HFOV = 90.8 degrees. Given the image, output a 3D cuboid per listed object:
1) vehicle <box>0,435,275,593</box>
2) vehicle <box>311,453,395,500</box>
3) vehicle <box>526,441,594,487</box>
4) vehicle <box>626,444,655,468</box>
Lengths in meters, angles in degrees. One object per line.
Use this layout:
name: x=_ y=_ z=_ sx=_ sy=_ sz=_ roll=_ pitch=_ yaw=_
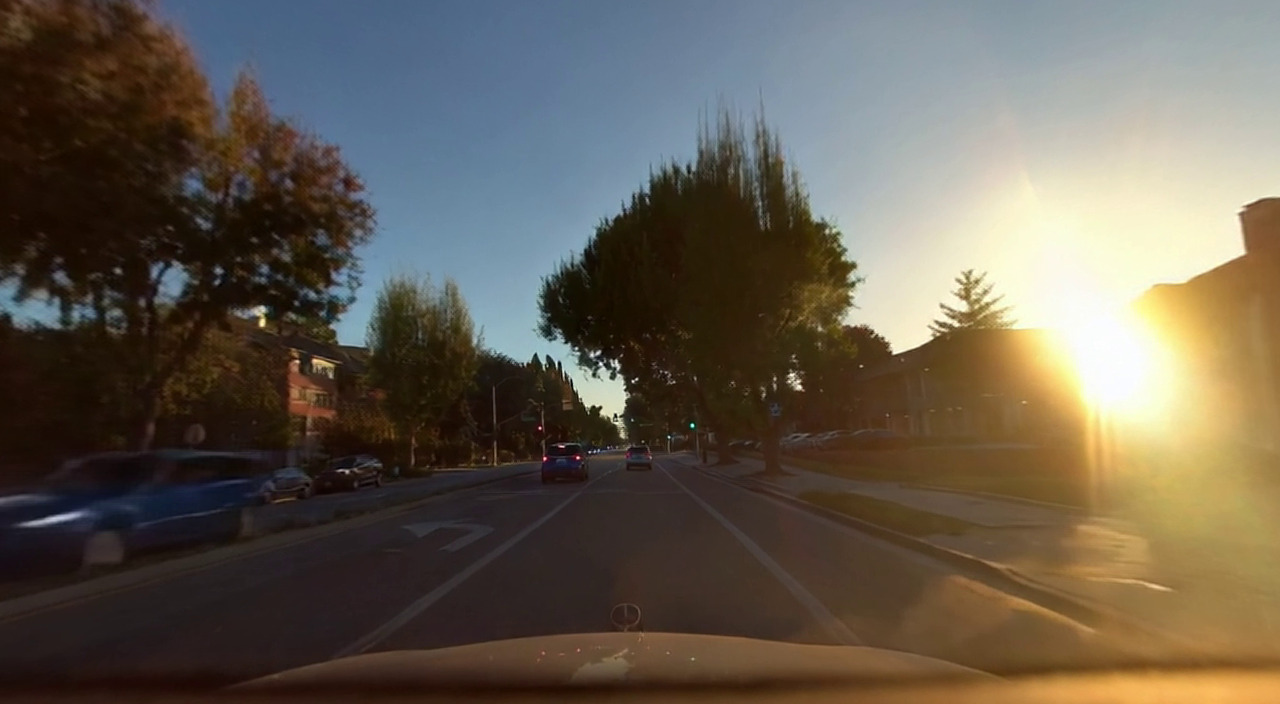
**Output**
vehicle: x=-7.891 y=2.226 z=9.462 sx=2.084 sy=1.731 sz=4.595 roll=-4 pitch=-9 yaw=1
vehicle: x=-14.158 y=6.114 z=31.483 sx=1.996 sy=1.886 sz=4.692 roll=-5 pitch=-9 yaw=0
vehicle: x=-3.226 y=4.606 z=26.338 sx=2.097 sy=1.755 sz=4.336 roll=0 pitch=-9 yaw=2
vehicle: x=-0.005 y=7.936 z=48.329 sx=2.088 sy=1.735 sz=4.801 roll=0 pitch=-9 yaw=-1
